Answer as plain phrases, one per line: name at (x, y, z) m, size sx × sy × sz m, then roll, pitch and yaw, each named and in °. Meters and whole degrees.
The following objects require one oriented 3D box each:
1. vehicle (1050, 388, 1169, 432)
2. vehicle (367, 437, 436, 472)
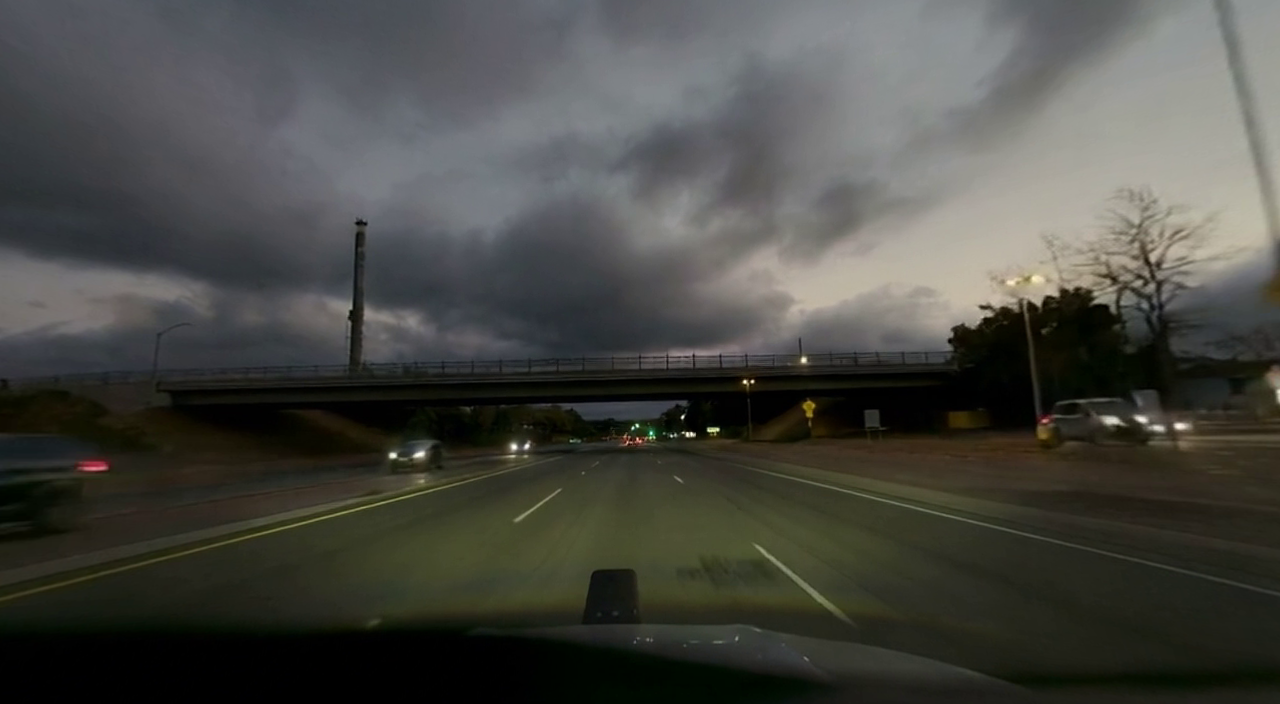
vehicle at (22.719, 2.906, 30.766) m, size 2.046 × 1.878 × 4.733 m, roll 0°, pitch -8°, yaw -1°
vehicle at (-12.161, 5.230, 32.387) m, size 1.933 × 1.619 × 4.153 m, roll -1°, pitch -8°, yaw 0°
